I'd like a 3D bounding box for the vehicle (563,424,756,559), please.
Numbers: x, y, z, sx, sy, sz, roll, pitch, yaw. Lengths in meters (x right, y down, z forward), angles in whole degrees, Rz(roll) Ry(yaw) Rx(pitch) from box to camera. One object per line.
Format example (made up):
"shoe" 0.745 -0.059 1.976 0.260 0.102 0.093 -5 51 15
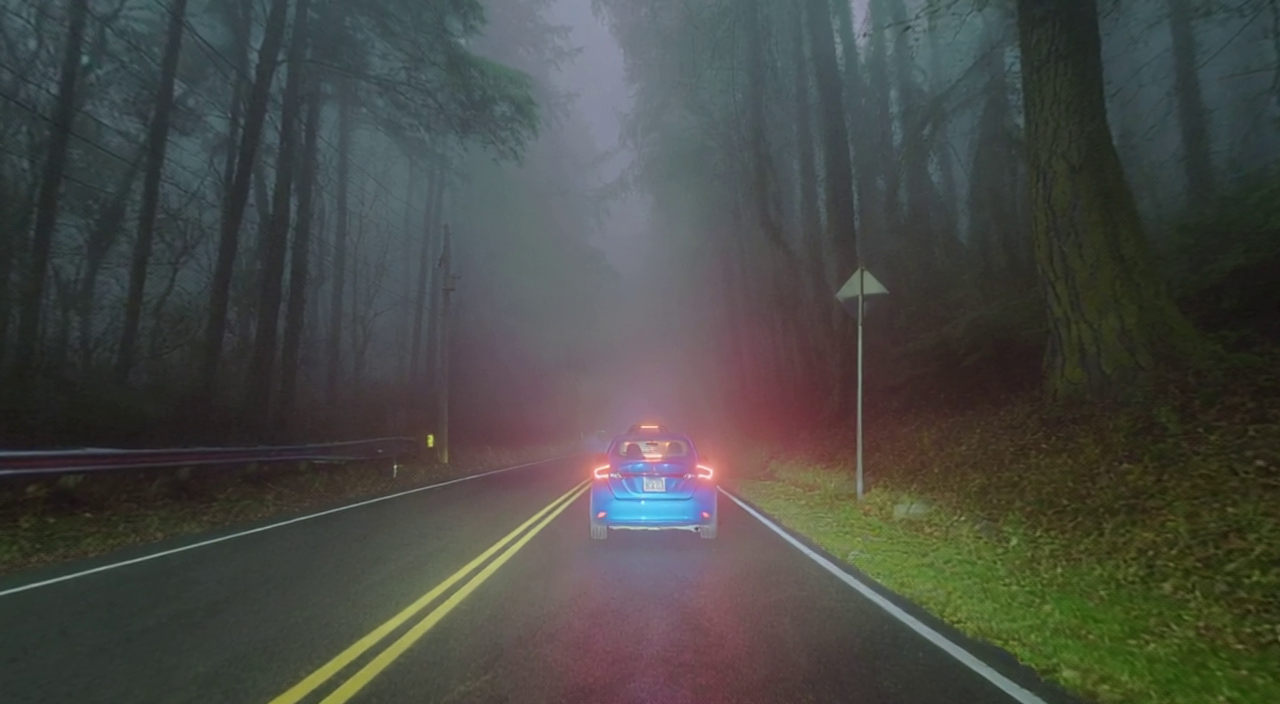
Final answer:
"vehicle" 0.249 1.873 9.121 2.187 1.533 3.726 0 -8 1
